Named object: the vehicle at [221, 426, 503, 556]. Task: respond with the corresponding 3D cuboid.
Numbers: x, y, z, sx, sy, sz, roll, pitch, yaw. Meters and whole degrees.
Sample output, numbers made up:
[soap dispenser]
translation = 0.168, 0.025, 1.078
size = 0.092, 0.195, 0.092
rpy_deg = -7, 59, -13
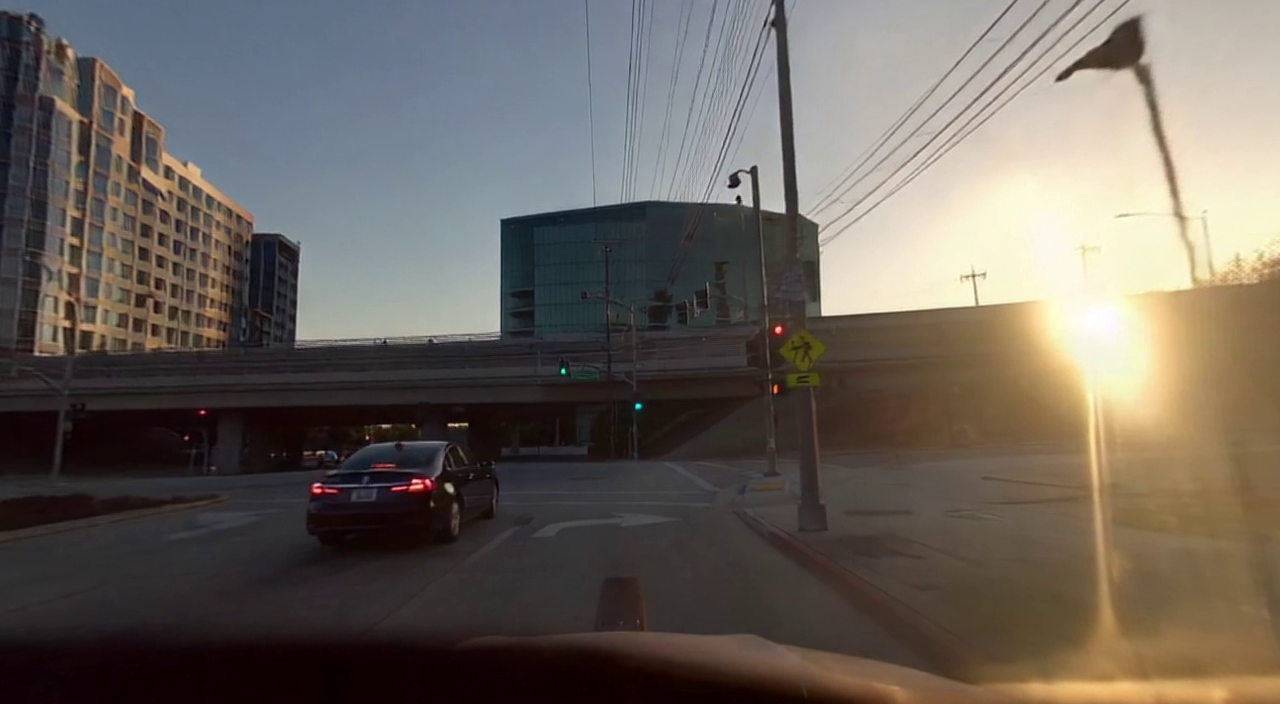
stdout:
[vehicle]
translation = -3.669, 1.906, 9.515
size = 2.154, 1.465, 4.532
rpy_deg = 0, -8, 0
